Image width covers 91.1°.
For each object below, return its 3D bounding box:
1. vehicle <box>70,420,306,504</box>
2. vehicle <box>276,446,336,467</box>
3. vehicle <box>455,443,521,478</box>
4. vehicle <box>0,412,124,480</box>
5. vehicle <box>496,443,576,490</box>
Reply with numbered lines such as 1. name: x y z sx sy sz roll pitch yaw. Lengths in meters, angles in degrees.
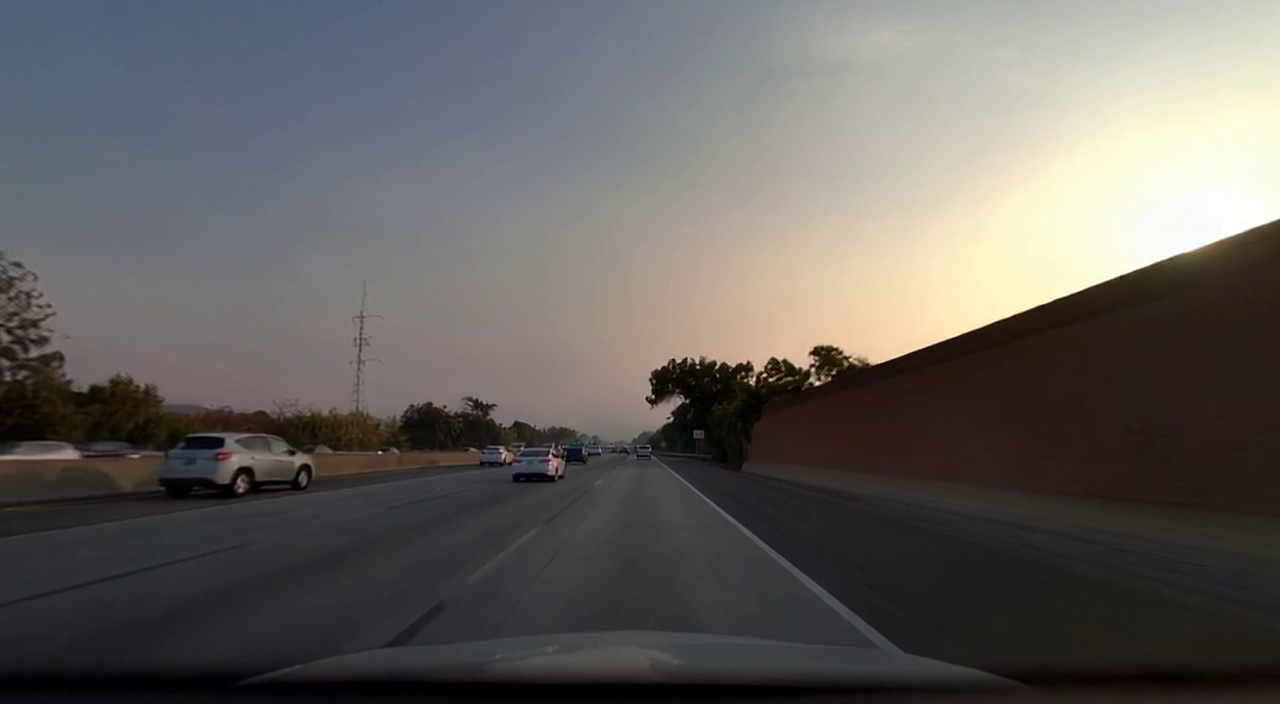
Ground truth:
1. vehicle: -11.277 2.790 16.364 2.207 1.834 5.255 0 -8 0
2. vehicle: -24.938 7.802 47.099 1.924 1.523 4.484 0 -8 1
3. vehicle: -7.018 5.038 29.412 1.942 1.502 4.216 0 -8 1
4. vehicle: -25.171 3.921 26.121 2.246 2.525 5.956 0 -8 0
5. vehicle: -3.589 4.039 22.603 1.945 1.484 4.803 0 -8 1
